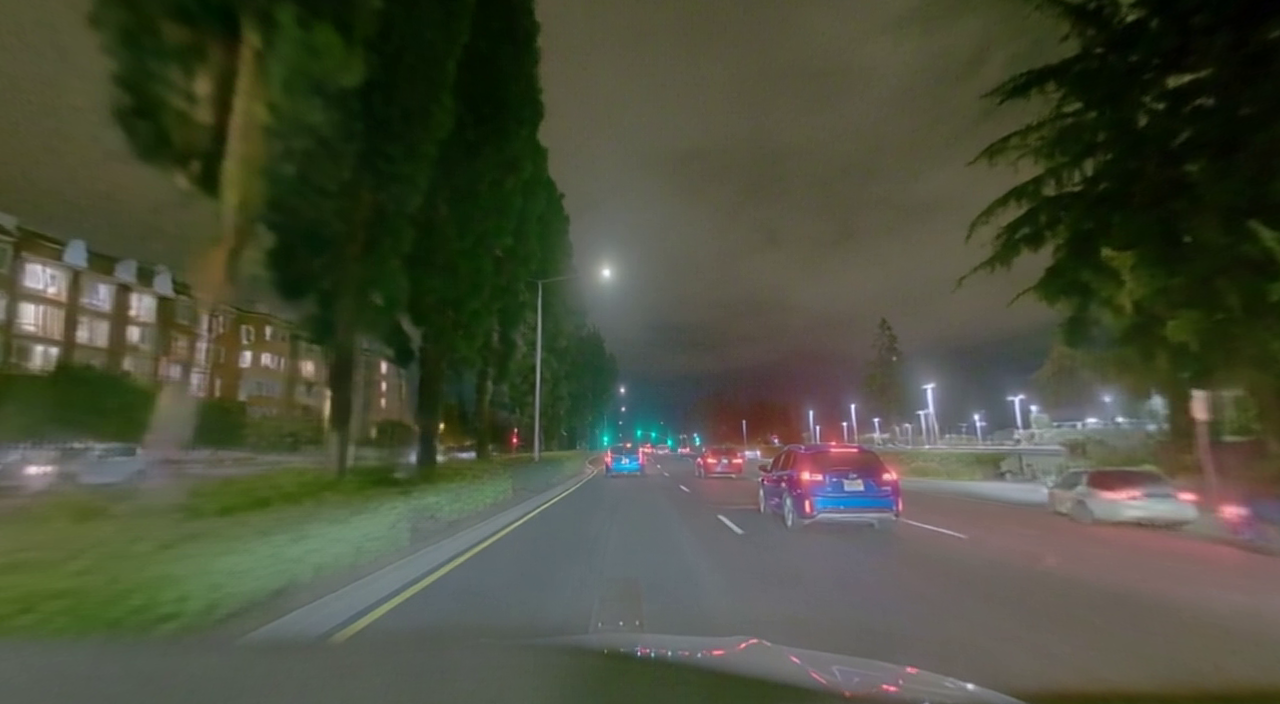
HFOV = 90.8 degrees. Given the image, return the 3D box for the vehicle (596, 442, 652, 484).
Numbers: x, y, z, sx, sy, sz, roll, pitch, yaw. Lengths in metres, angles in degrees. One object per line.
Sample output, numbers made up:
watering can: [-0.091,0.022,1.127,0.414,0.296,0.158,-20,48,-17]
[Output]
vehicle: [-0.594,4.244,24.458,1.994,1.479,3.647,0,-9,0]

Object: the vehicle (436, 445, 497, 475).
vehicle: [-9.033,5.633,33.227,1.943,1.483,4.439,0,-9,0]

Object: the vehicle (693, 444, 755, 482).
vehicle: [3.377,4.532,26.108,1.908,1.453,4.230,0,-9,-1]

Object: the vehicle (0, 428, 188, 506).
vehicle: [-15.940,3.209,18.037,2.108,1.876,5.260,0,-9,0]

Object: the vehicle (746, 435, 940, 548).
vehicle: [3.062,2.176,10.482,1.852,1.498,3.825,0,-9,-1]

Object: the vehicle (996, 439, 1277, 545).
vehicle: [8.776,2.453,11.921,2.127,1.546,4.828,-2,-9,11]
